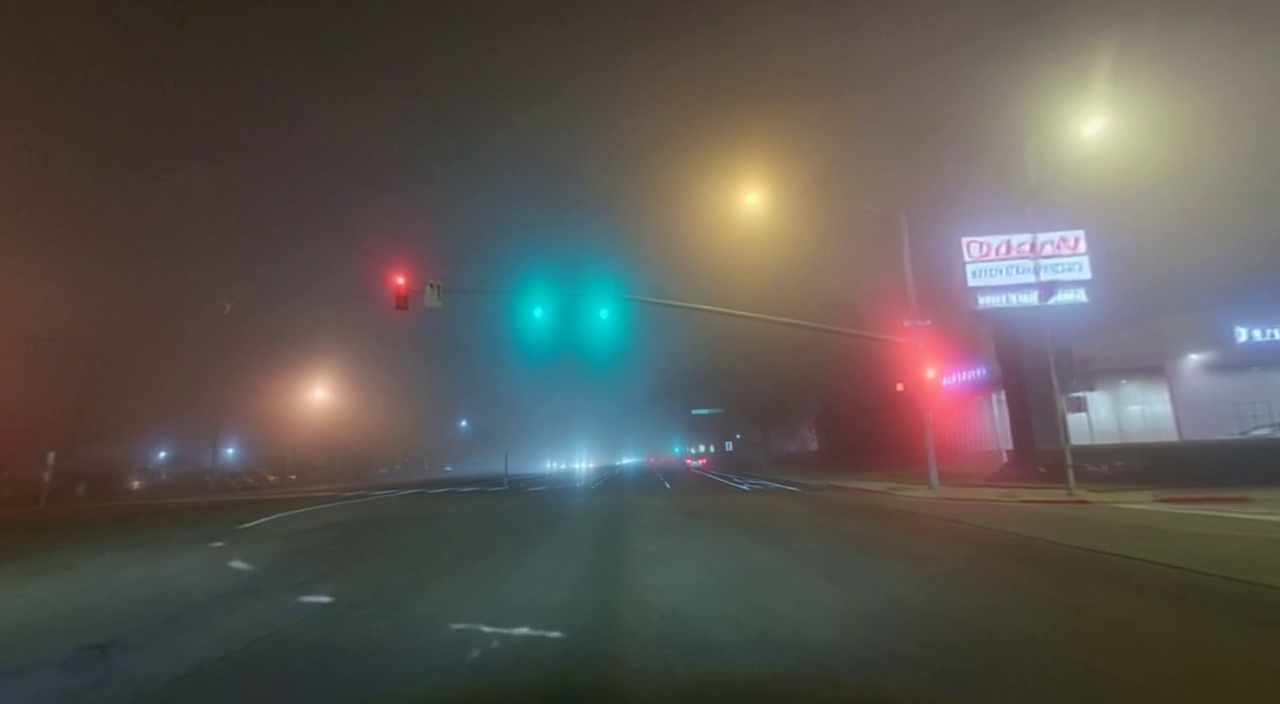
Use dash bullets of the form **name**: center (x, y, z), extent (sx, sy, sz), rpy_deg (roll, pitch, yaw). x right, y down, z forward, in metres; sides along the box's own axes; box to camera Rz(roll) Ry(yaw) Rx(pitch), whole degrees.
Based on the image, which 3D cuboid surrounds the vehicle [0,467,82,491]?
- **vehicle**: center (-41.571, 8.677, 43.247), extent (4.710, 1.453, 1.928), rpy_deg (0, -8, -2)
